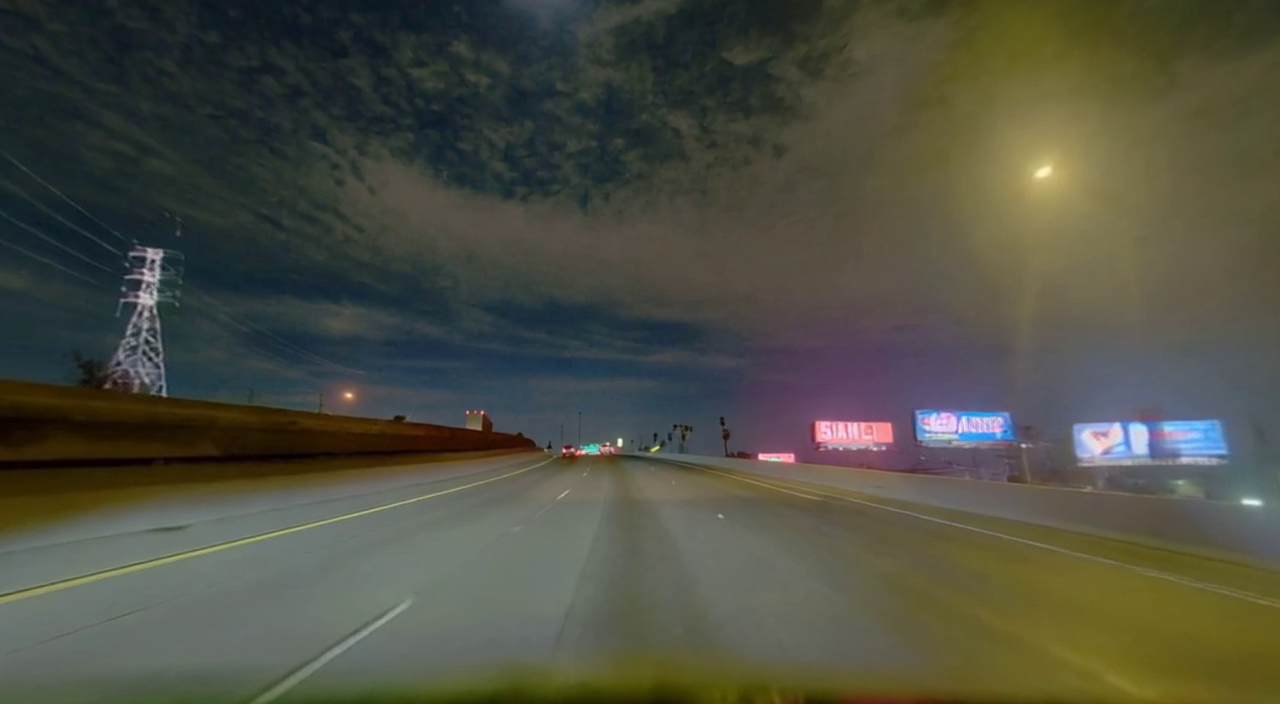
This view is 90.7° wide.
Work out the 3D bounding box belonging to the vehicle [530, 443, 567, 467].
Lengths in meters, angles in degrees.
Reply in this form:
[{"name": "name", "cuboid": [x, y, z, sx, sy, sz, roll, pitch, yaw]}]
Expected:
[{"name": "vehicle", "cuboid": [-5.729, 6.495, 40.193, 1.921, 1.420, 4.078, 0, -8, -3]}]
